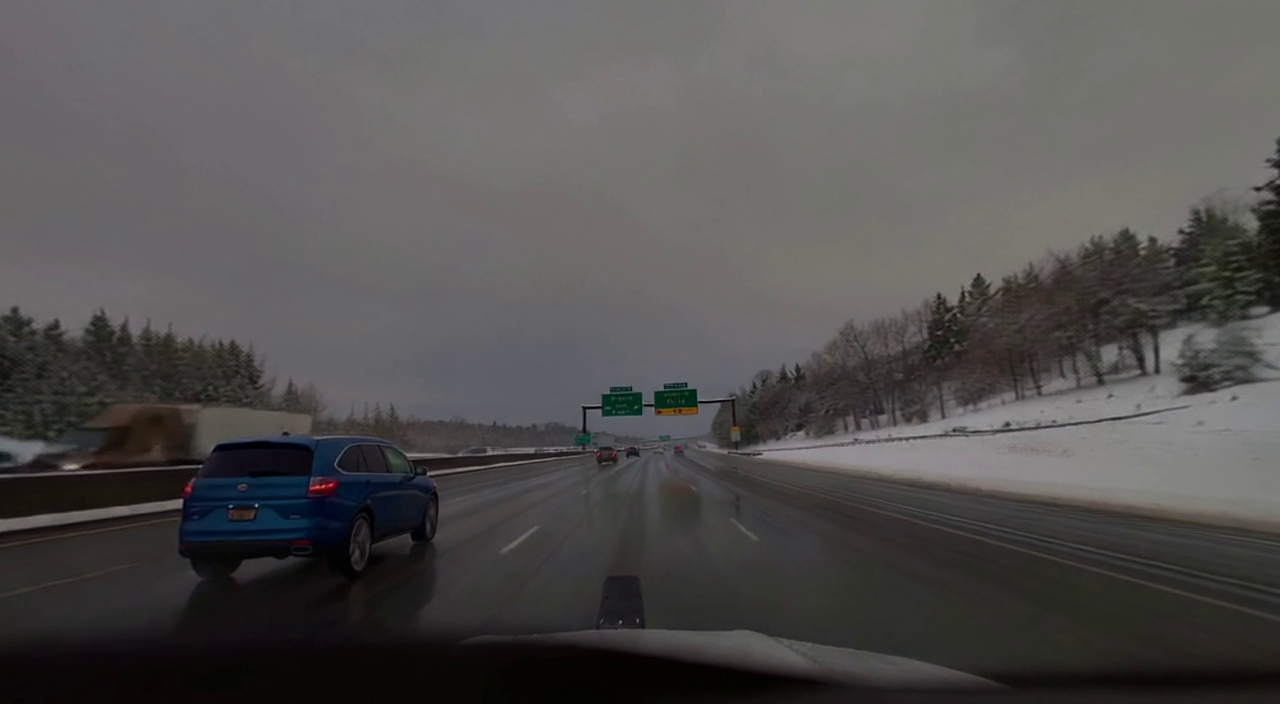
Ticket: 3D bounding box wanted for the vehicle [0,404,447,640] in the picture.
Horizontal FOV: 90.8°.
[{"bbox_3d":[-3.690,1.478,6.513,2.016,1.623,4.126,0,-8,1],"label":"vehicle"}]
